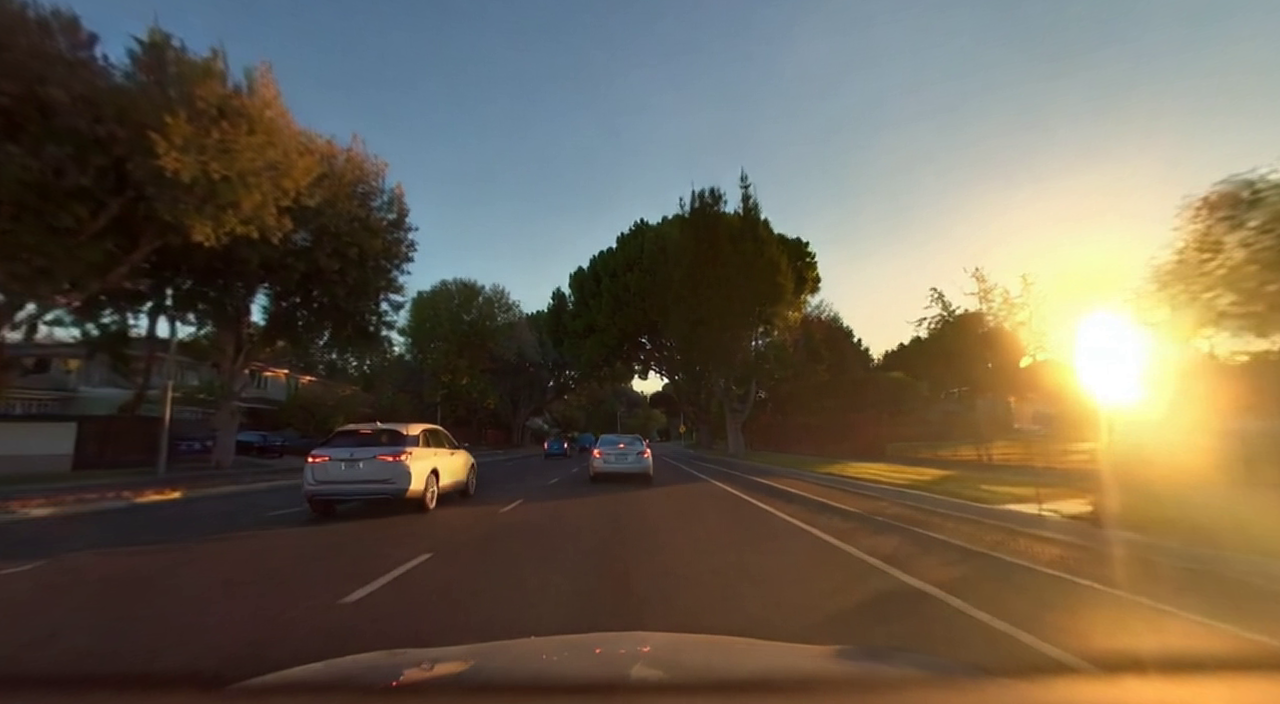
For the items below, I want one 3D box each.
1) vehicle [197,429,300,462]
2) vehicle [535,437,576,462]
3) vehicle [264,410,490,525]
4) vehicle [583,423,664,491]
[{"bbox_3d":[-25.757,6.153,41.727,5.216,2.058,2.299,0,-8,-1],"label":"vehicle"},{"bbox_3d":[-5.262,6.115,39.860,2.014,1.493,4.658,0,-8,-1],"label":"vehicle"},{"bbox_3d":[-4.518,2.065,11.881,2.243,1.722,4.621,0,-8,0],"label":"vehicle"},{"bbox_3d":[-0.482,3.075,18.821,2.131,1.761,4.242,0,-8,-1],"label":"vehicle"}]
